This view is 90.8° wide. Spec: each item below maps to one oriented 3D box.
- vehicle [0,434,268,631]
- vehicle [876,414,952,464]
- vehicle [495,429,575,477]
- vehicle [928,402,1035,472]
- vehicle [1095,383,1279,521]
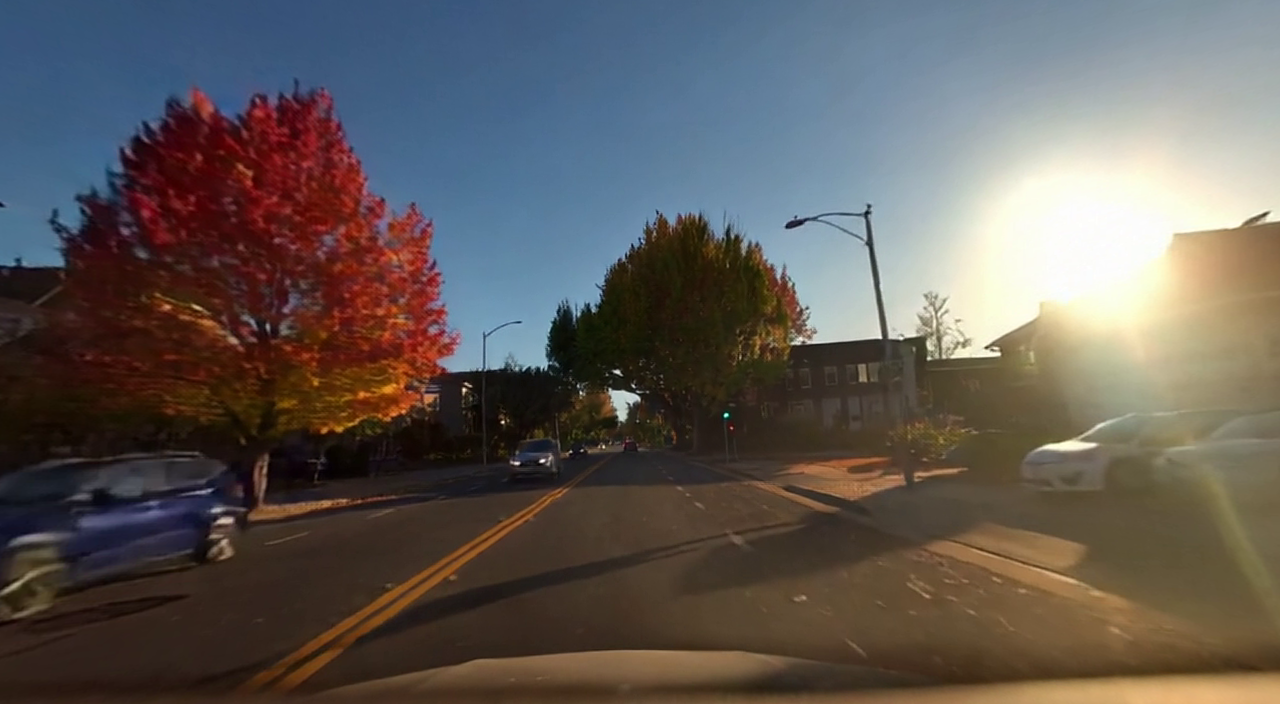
[{"bbox_3d":[-5.879,1.561,6.180,1.968,1.483,4.279,0,-8,-2],"label":"vehicle"},{"bbox_3d":[11.731,3.815,27.430,2.028,1.935,5.021,-2,-9,13],"label":"vehicle"},{"bbox_3d":[-4.054,4.015,25.284,2.356,1.702,4.700,0,-9,0],"label":"vehicle"},{"bbox_3d":[9.452,2.455,17.925,2.051,1.687,4.858,-4,-9,22],"label":"vehicle"},{"bbox_3d":[9.285,1.252,8.595,4.385,1.612,2.070,-4,-9,5],"label":"vehicle"}]
